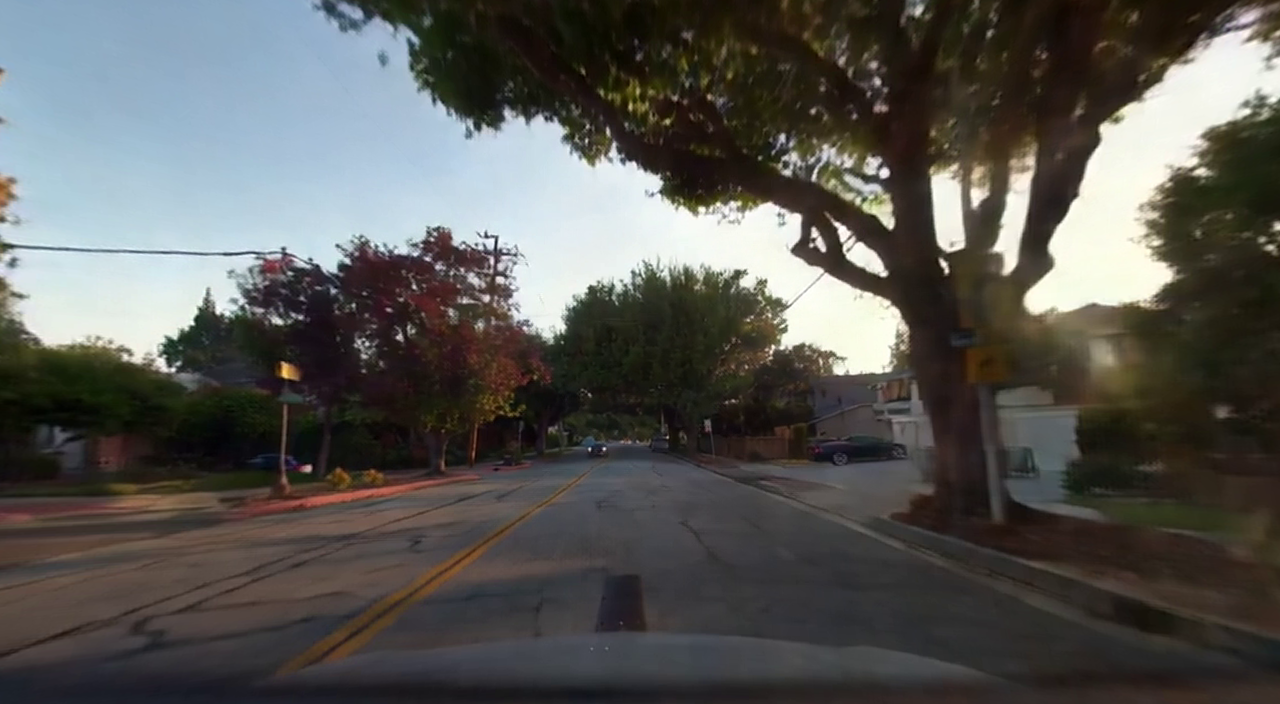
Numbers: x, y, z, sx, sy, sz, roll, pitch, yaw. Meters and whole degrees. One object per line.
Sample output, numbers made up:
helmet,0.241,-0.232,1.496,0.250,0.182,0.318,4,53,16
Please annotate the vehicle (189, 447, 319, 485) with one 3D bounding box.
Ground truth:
vehicle,-18.628,5.525,30.693,4.874,1.675,2.197,-1,-9,-1
